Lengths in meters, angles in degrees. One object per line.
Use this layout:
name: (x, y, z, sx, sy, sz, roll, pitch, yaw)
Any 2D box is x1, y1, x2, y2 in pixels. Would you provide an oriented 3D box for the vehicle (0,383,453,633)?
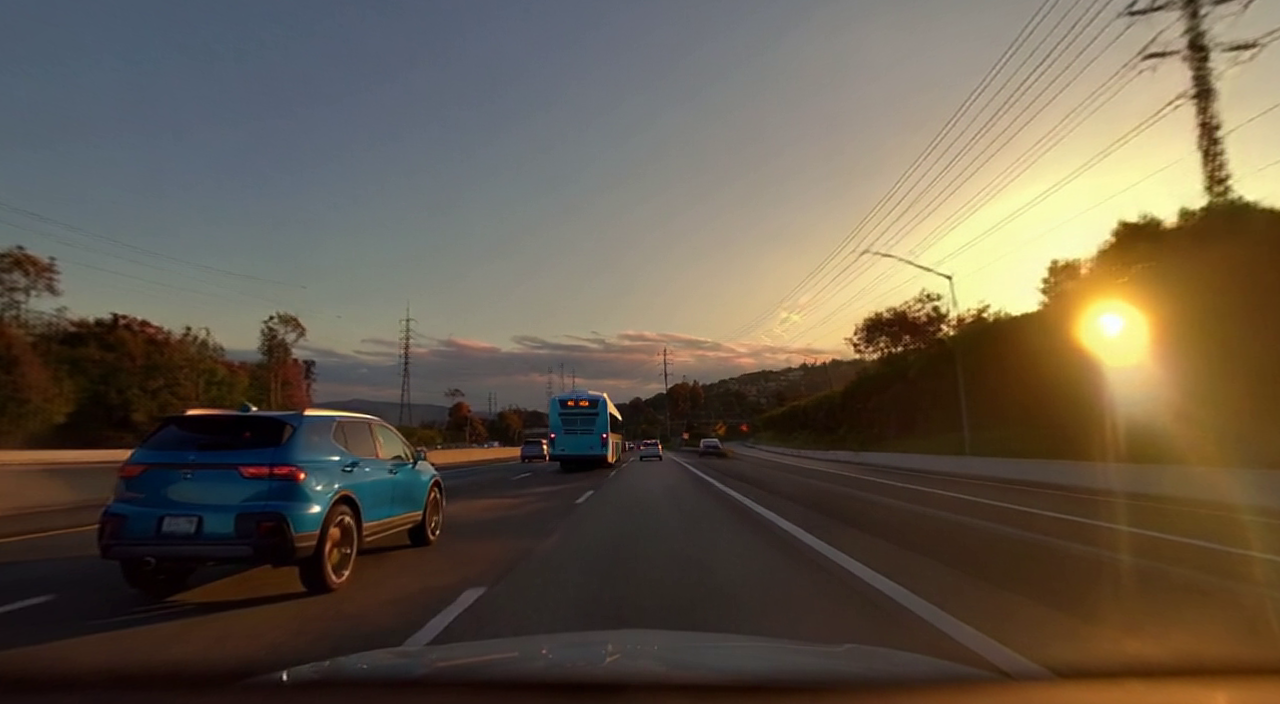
vehicle: (-3.652, 1.401, 6.585, 2.021, 1.730, 4.223, 0, -8, 1)

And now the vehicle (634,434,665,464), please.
vehicle: (0.677, 6.853, 44.663, 2.083, 2.001, 4.782, 0, -8, 1)

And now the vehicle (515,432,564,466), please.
vehicle: (-6.715, 6.593, 42.815, 2.282, 2.116, 6.030, 0, -8, 1)

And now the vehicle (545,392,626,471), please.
vehicle: (-2.730, 4.715, 36.128, 3.382, 3.712, 11.766, 1, -9, 1)
